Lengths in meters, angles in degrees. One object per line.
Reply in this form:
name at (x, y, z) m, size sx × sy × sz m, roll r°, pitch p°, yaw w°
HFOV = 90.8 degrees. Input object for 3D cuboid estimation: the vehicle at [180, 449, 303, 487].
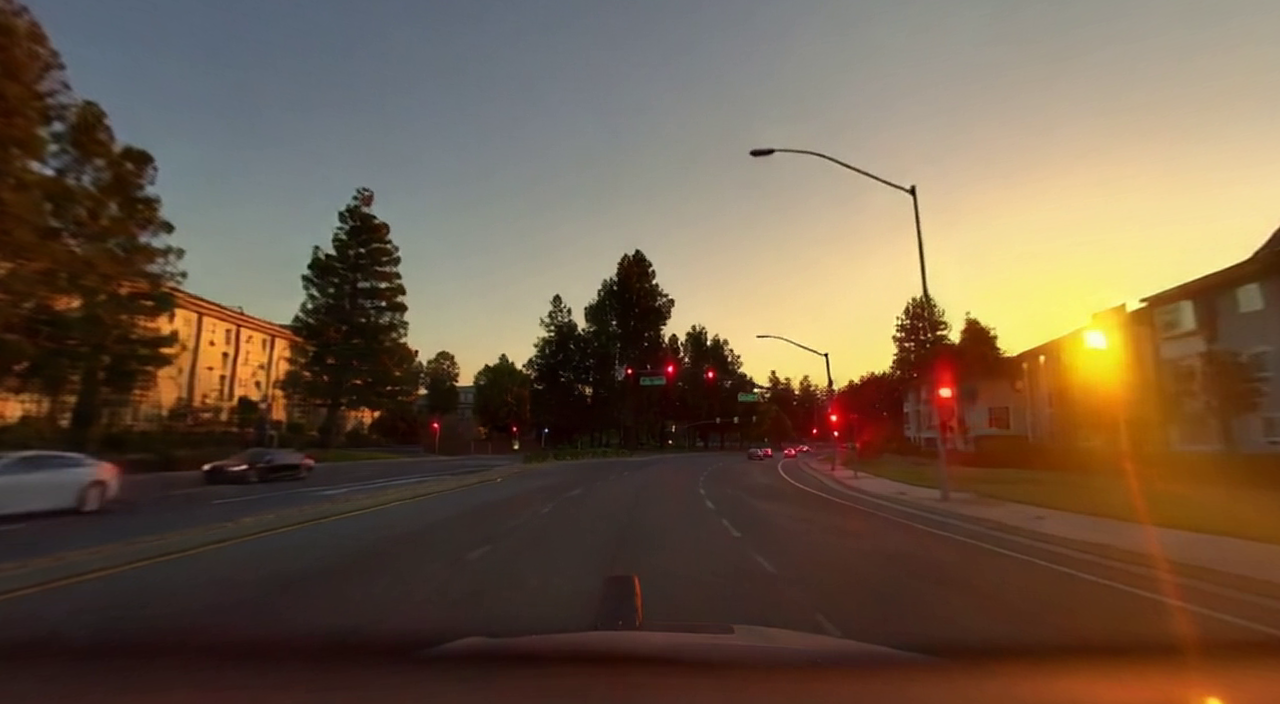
vehicle at (-17.198, 4.993, 27.639) m, size 1.975 × 1.500 × 4.814 m, roll -1°, pitch -9°, yaw 4°

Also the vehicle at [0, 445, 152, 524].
vehicle at (-14.882, 3.162, 15.546) m, size 2.080 × 1.695 × 4.454 m, roll -1°, pitch -9°, yaw 1°
